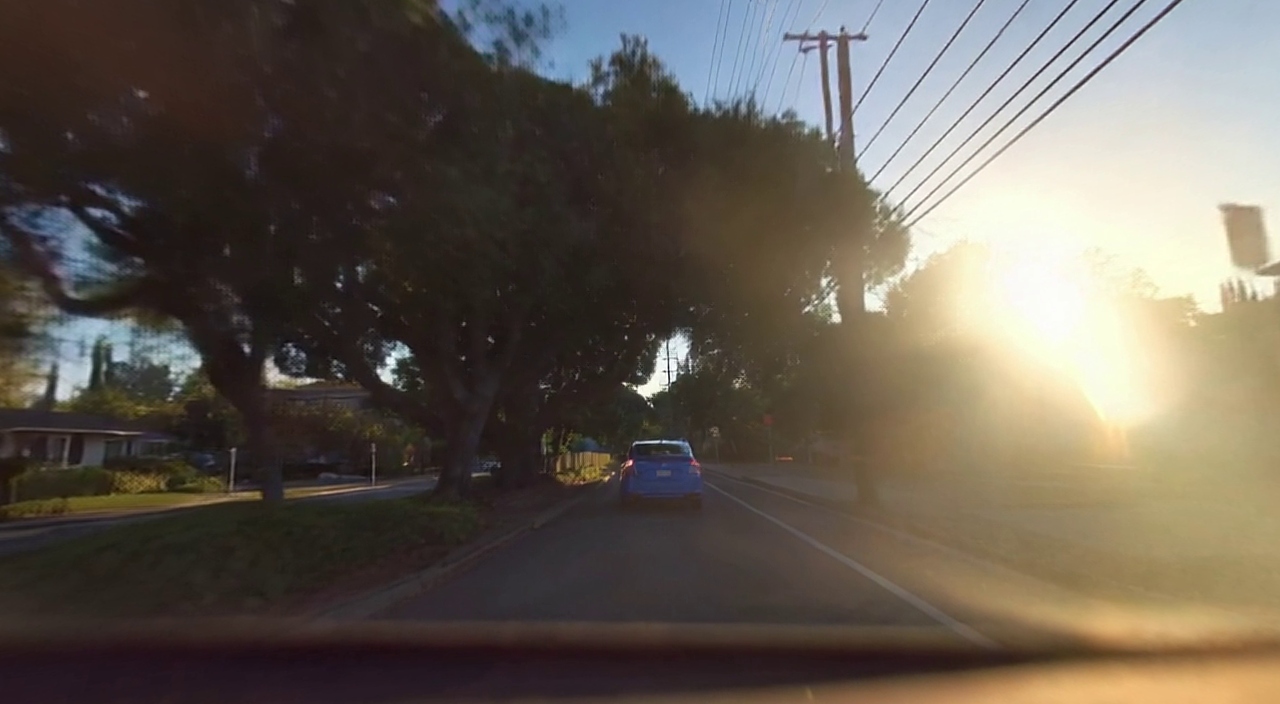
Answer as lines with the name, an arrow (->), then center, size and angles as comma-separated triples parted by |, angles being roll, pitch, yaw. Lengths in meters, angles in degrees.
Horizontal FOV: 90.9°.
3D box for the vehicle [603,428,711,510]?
vehicle -> 0.361, 2.709, 15.073 | 2.200, 1.653, 4.127 | 0, -8, 0
